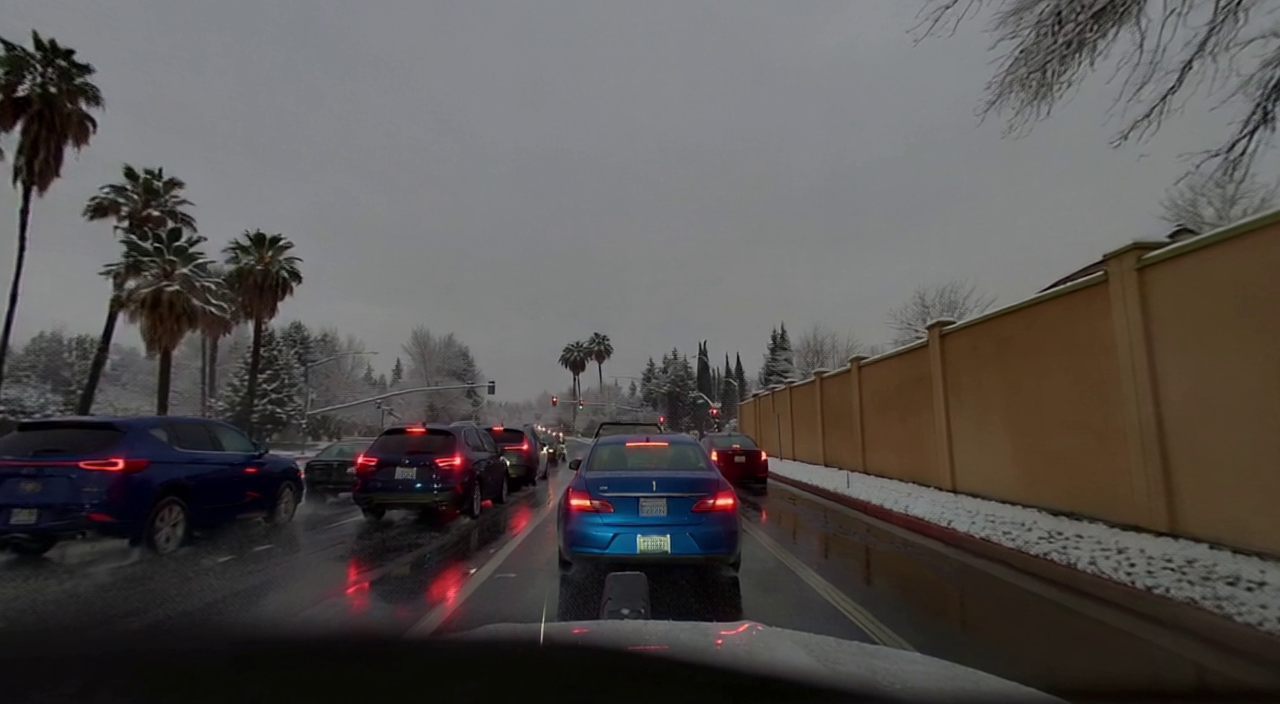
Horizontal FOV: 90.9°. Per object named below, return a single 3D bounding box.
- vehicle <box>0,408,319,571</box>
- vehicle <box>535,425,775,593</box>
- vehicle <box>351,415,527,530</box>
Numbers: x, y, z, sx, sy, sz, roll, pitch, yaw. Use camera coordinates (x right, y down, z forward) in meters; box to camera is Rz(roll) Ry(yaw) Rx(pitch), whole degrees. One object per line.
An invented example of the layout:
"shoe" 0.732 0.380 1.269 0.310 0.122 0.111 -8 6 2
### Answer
"vehicle" -6.679 1.788 8.974 1.963 1.721 4.467 0 -8 -2
"vehicle" 0.063 1.718 7.816 2.128 1.473 4.272 0 -8 -2
"vehicle" -3.469 2.165 11.850 2.007 1.746 4.136 0 -8 -1
